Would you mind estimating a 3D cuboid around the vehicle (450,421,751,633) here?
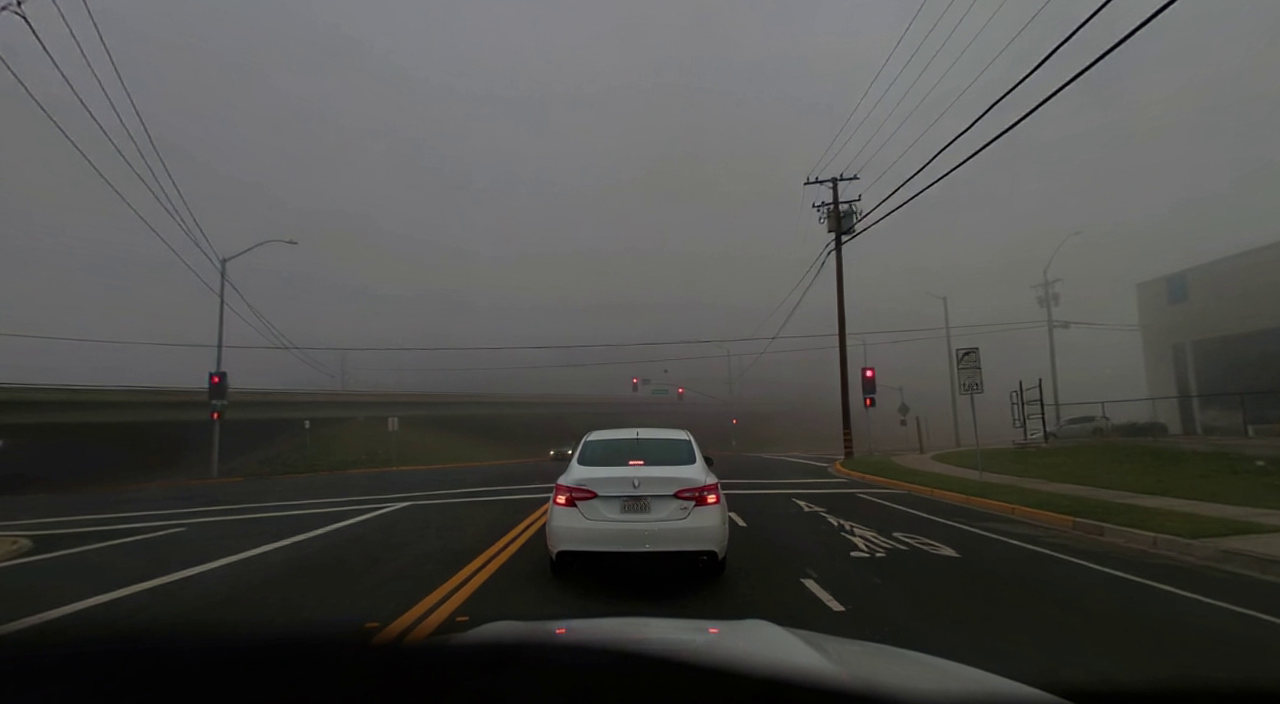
[{"bbox_3d":[-0.241,1.529,6.473,2.090,1.458,4.033,-1,-9,1],"label":"vehicle"}]
